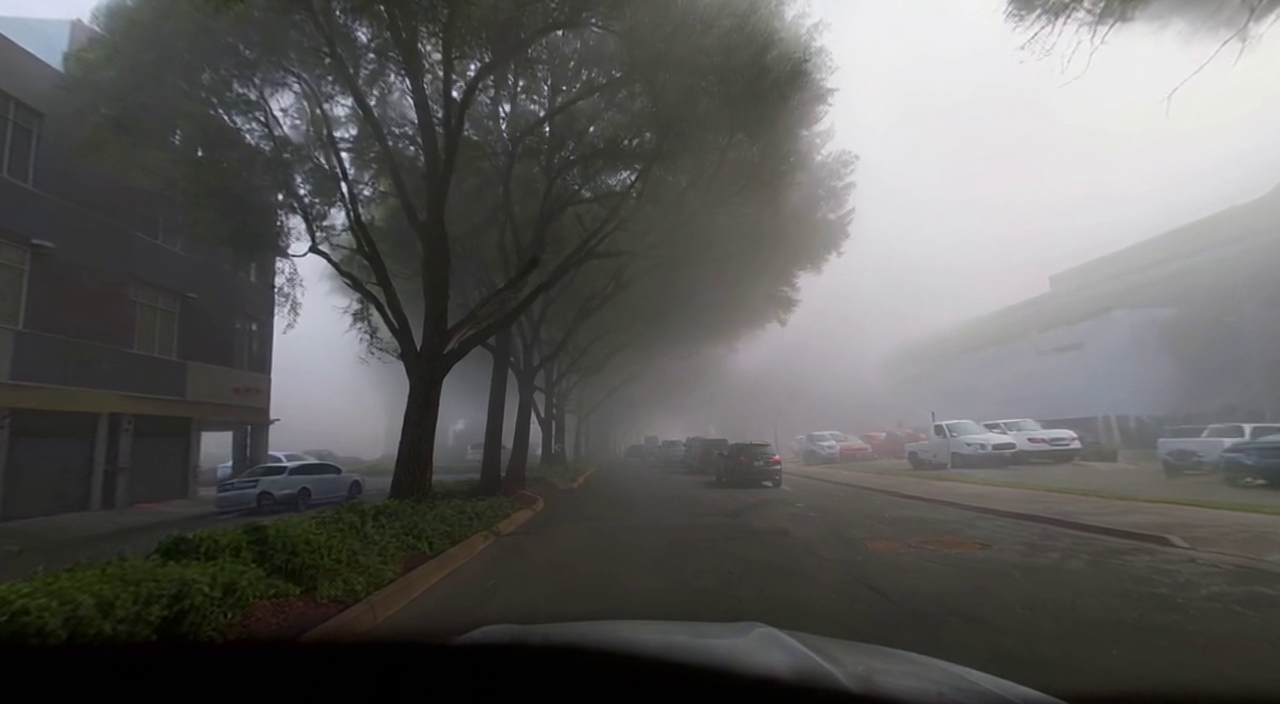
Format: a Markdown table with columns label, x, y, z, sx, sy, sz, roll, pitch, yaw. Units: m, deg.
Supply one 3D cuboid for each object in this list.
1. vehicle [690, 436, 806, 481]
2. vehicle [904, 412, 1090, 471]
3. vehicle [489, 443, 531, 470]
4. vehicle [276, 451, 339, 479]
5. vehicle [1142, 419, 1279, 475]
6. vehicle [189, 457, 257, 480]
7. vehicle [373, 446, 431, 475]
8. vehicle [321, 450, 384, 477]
| label | x | y | z | sx | sy | sz | roll | pitch | yaw |
| --- | --- | --- | --- | --- | --- | --- | --- | --- | --- |
| vehicle | 4.519 | 4.368 | 26.218 | 4.626 | 1.723 | 1.939 | 5 | -10 | -33 |
| vehicle | 13.159 | 3.323 | 23.540 | 5.540 | 2.045 | 2.259 | 0 | -8 | -3 |
| vehicle | -8.622 | 6.935 | 42.206 | 1.993 | 1.640 | 4.457 | 0 | -8 | -2 |
| vehicle | -20.951 | 7.117 | 39.988 | 1.880 | 1.617 | 3.870 | 0 | -8 | 0 |
| vehicle | 25.083 | 4.031 | 26.884 | 5.596 | 2.168 | 2.307 | 2 | -7 | -5 |
| vehicle | -29.446 | 8.227 | 44.760 | 1.849 | 1.444 | 4.533 | 0 | -9 | -2 |
| vehicle | -15.096 | 6.875 | 40.378 | 1.888 | 1.657 | 4.138 | -1 | -8 | 3 |
| vehicle | -17.939 | 6.944 | 39.638 | 1.850 | 1.531 | 4.256 | 0 | -8 | 2 |
